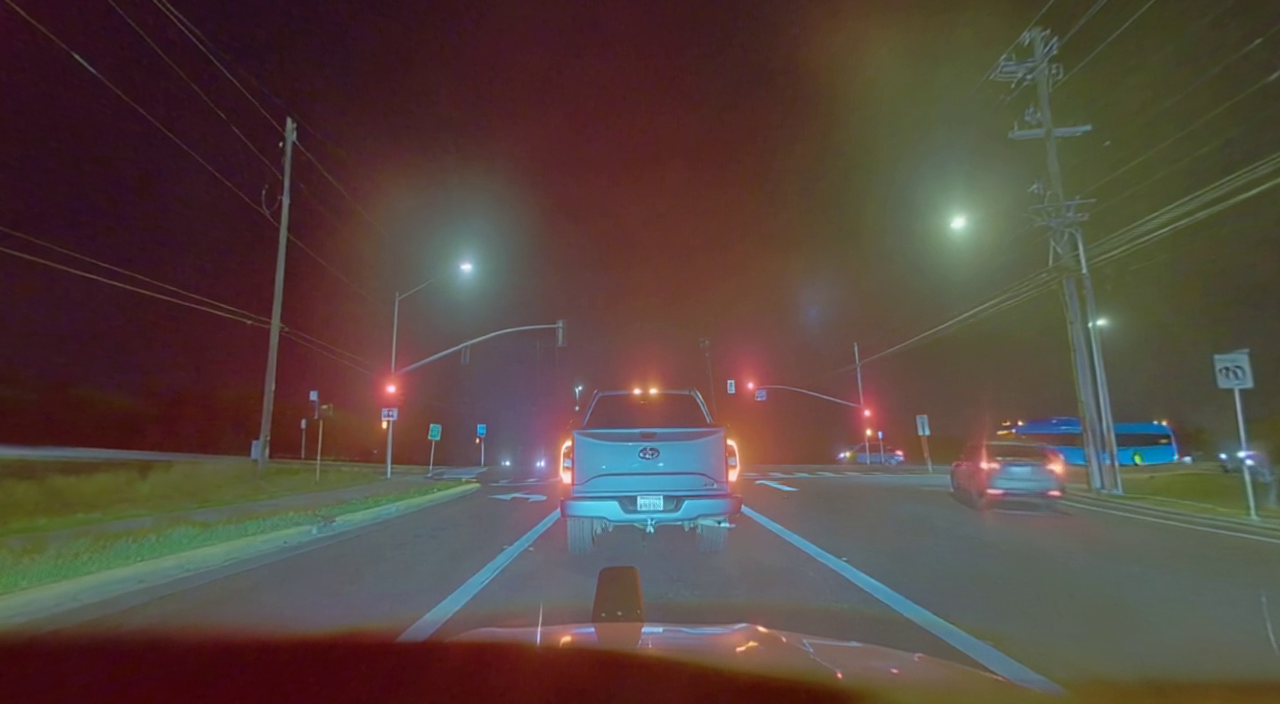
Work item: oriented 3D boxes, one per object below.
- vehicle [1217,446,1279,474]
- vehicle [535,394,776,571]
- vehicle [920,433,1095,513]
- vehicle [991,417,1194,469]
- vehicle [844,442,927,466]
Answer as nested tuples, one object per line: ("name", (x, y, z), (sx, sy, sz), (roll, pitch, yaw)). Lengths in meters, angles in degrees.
("vehicle", (41.373, 7.022, 41.257), (5.426, 1.728, 1.999), (0, -8, -2))
("vehicle", (0.129, 1.875, 9.957), (2.707, 1.964, 5.485), (0, -8, -1))
("vehicle", (8.027, 2.650, 14.381), (2.060, 1.496, 4.520), (-2, -9, 12))
("vehicle", (29.258, 5.959, 41.269), (10.726, 3.128, 3.003), (-1, -8, 1))
("vehicle", (15.944, 6.642, 41.240), (4.578, 1.490, 1.935), (-1, -8, 3))
